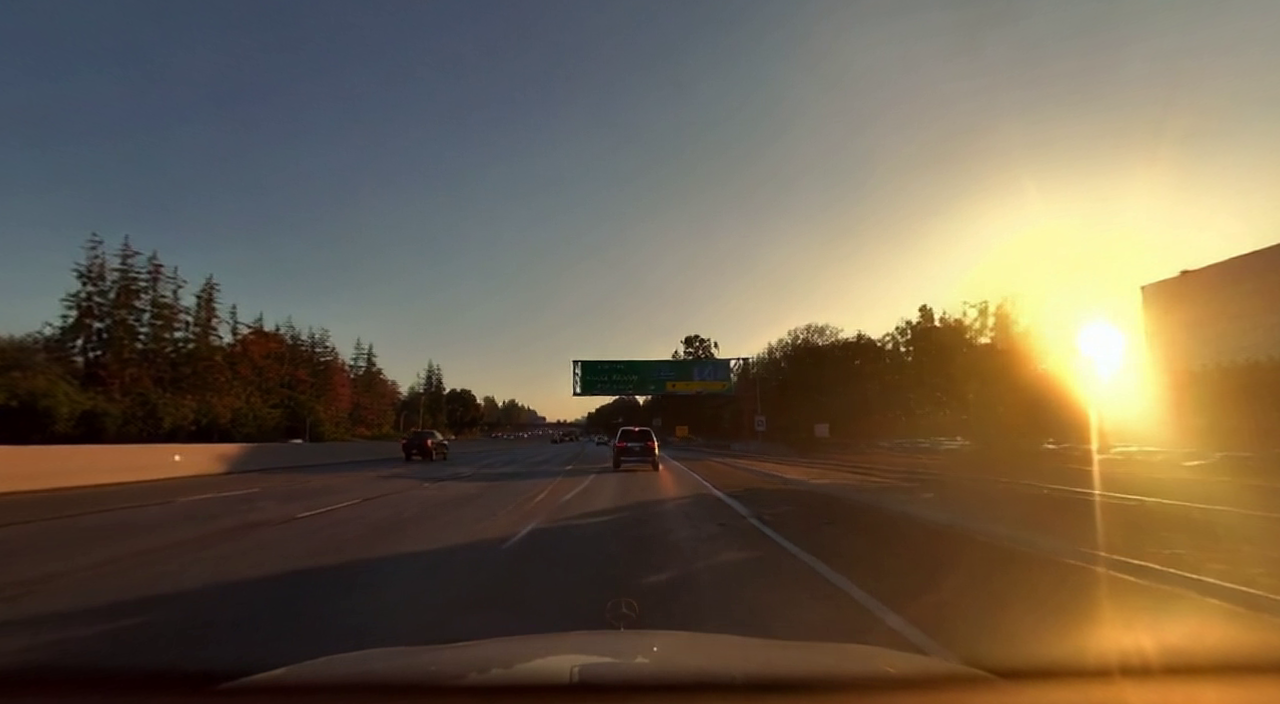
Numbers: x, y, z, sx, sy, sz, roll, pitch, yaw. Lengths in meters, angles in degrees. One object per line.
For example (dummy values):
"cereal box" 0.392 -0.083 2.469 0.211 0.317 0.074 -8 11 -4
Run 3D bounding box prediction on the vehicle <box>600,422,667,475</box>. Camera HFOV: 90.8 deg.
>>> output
"vehicle" -0.266 4.009 26.416 2.497 1.957 5.432 0 -8 -1

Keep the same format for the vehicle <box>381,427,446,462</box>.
"vehicle" -13.540 5.587 38.164 2.289 1.955 5.147 1 -9 -4
